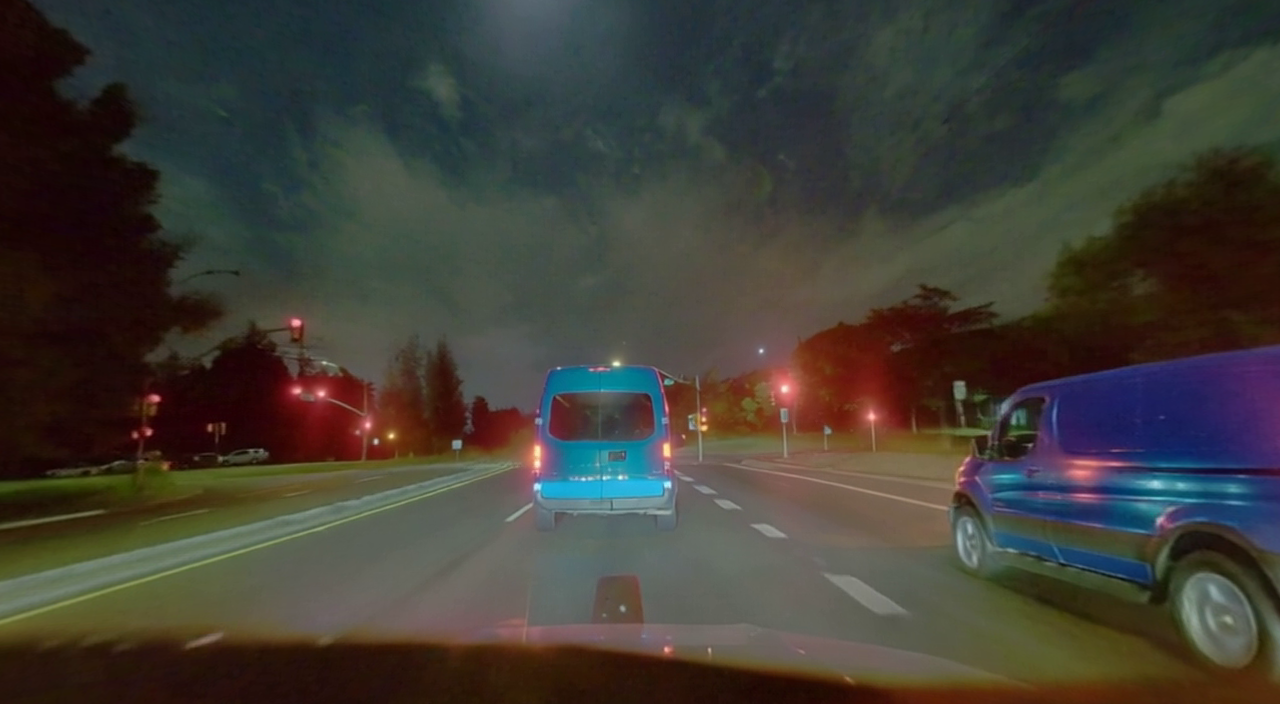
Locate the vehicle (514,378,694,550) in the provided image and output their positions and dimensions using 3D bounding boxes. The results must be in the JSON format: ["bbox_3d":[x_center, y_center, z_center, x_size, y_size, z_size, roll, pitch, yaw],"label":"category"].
[{"bbox_3d":[-0.383,1.653,9.794,2.145,2.046,4.309,0,-9,1],"label":"vehicle"}]

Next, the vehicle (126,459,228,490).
[{"bbox_3d":[-27.935,7.353,38.170,4.857,1.729,2.029,-1,-9,9],"label":"vehicle"}]

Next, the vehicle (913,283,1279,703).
[{"bbox_3d":[3.691,0.875,4.137,1.988,1.873,3.968,0,-9,0],"label":"vehicle"}]
